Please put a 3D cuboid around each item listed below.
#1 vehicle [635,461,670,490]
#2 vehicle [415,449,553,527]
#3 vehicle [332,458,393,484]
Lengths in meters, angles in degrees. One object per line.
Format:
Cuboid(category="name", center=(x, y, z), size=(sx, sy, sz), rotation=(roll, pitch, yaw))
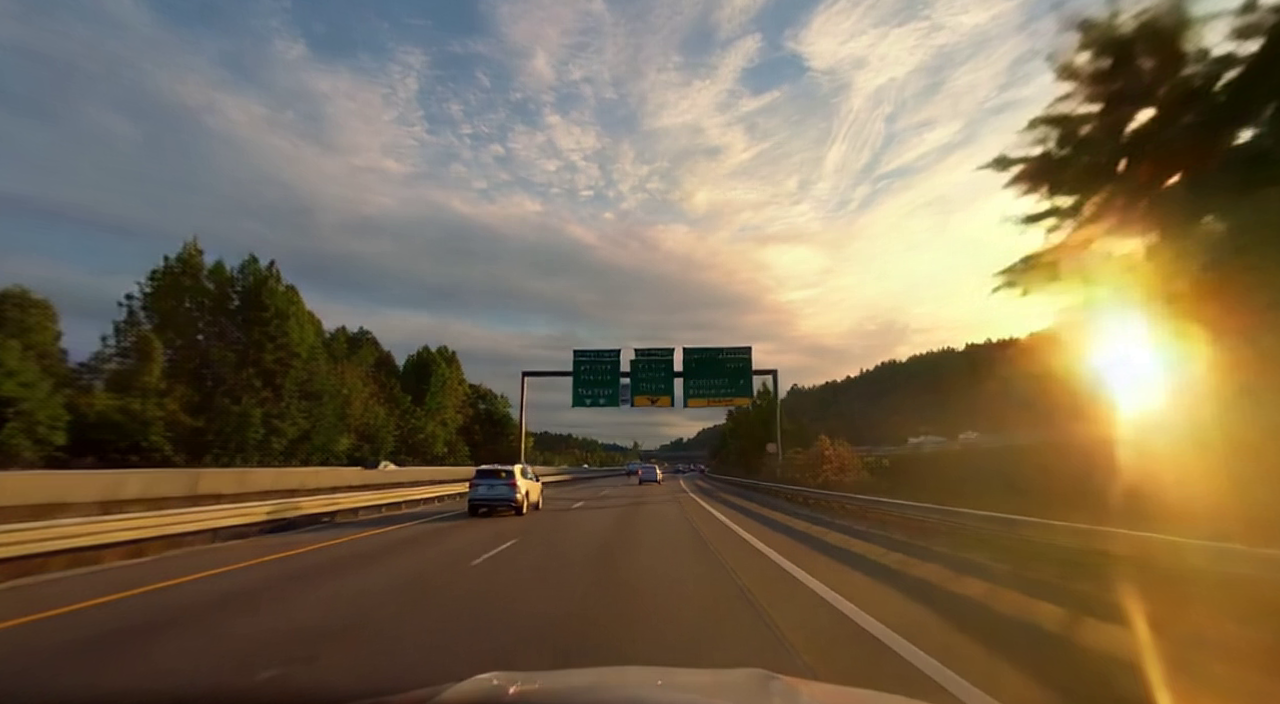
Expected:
Cuboid(category="vehicle", center=(0.818, 7.453, 38.215), size=(2.000, 1.594, 3.996), rotation=(1, -10, 3))
Cuboid(category="vehicle", center=(-3.597, 3.278, 15.566), size=(2.063, 1.556, 4.740), rotation=(1, -10, 1))
Cuboid(category="vehicle", center=(-21.060, 9.078, 48.039), size=(1.950, 1.762, 5.268), rotation=(1, -10, 4))
